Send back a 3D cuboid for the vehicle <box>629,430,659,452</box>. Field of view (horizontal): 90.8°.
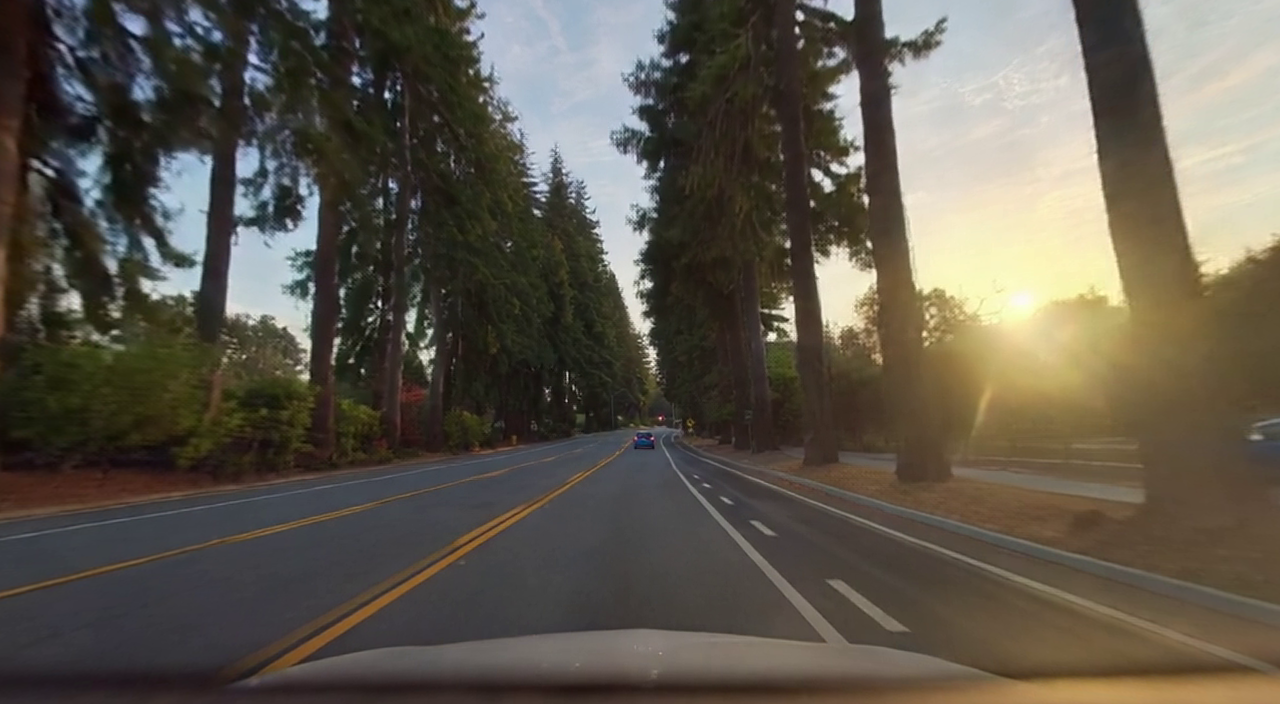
[{"bbox_3d":[0.309,6.465,45.827,2.067,1.486,3.861,0,-8,1],"label":"vehicle"}]
